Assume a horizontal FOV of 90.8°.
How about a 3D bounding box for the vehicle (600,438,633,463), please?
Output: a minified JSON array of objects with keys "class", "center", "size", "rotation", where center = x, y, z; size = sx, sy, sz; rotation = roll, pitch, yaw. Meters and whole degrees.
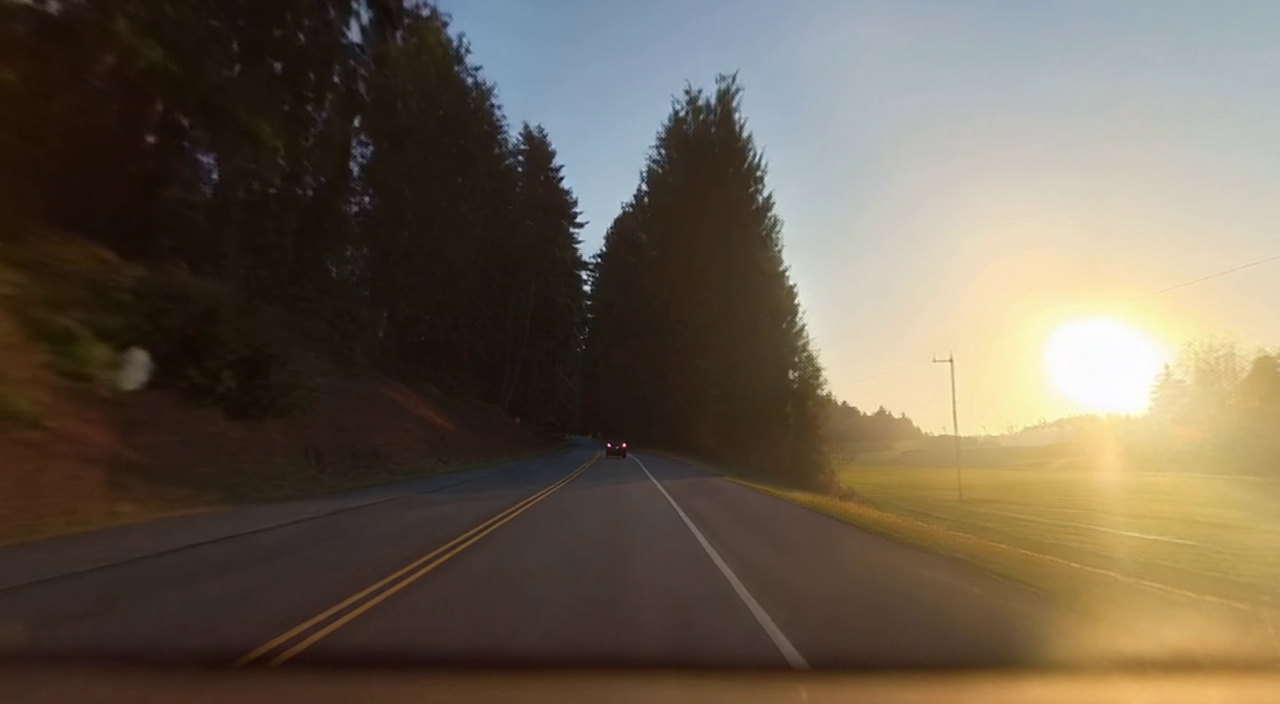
[{"class":"vehicle","center":[-1.498,6.340,40.785],"size":[2.042,1.489,3.963],"rotation":[0,-8,-1]}]
